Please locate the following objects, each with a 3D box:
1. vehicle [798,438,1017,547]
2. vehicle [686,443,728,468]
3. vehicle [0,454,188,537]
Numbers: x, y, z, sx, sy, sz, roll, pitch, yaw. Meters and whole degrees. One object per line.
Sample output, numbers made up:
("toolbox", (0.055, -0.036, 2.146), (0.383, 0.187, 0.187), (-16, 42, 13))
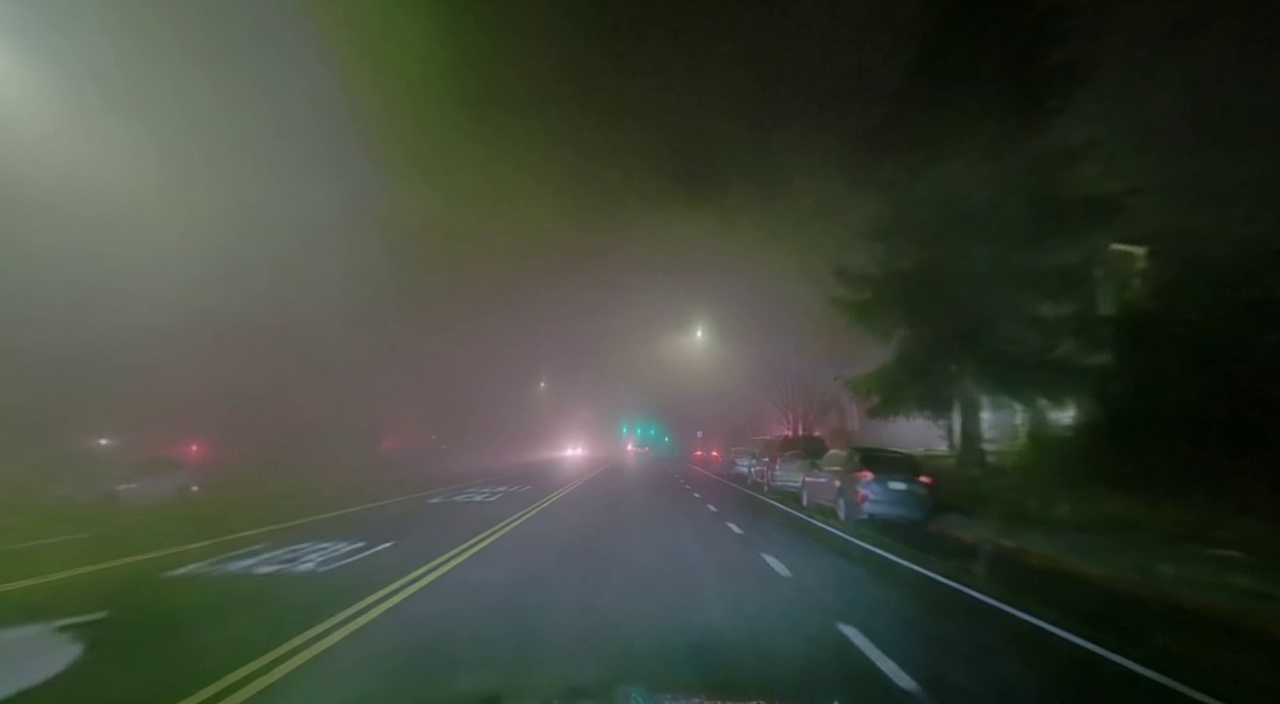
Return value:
("vehicle", (4.311, 2.299, 11.053), (1.918, 1.510, 4.323), (0, -8, 0))
("vehicle", (4.394, 6.899, 42.356), (2.154, 1.550, 5.785), (0, -8, 0))
("vehicle", (-12.989, 3.299, 14.942), (1.879, 1.491, 3.678), (-3, -7, -2))
